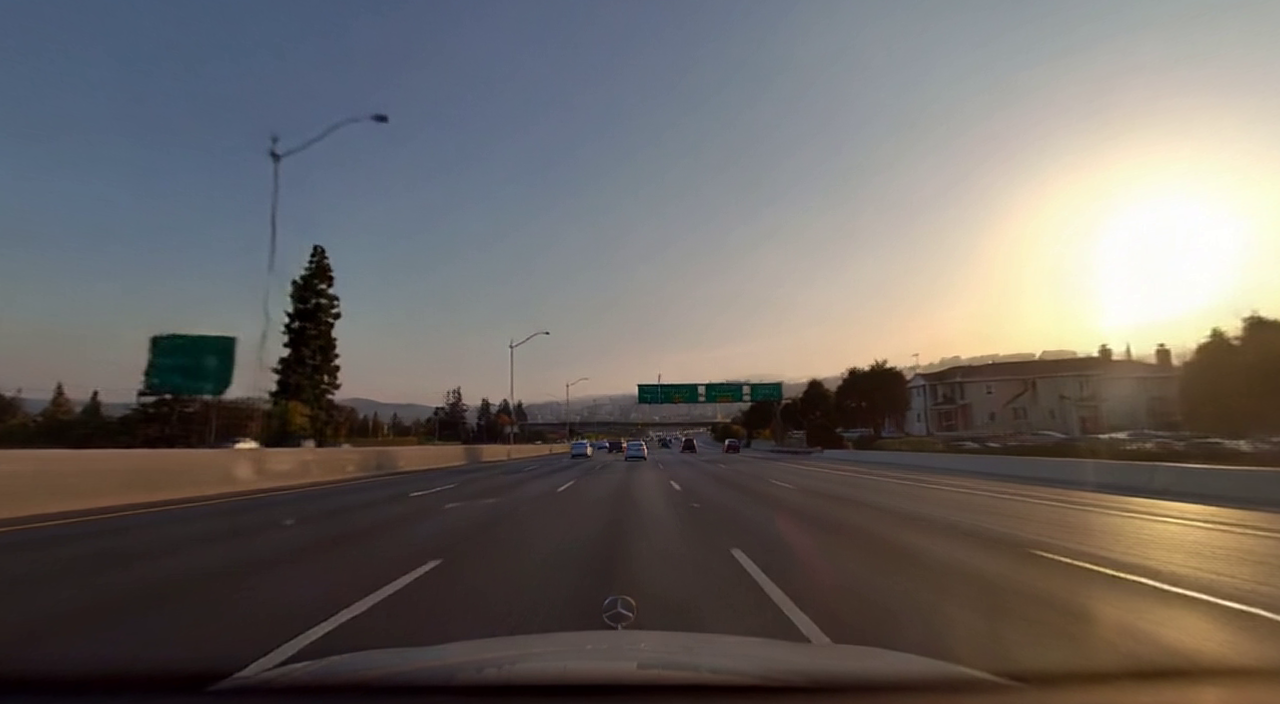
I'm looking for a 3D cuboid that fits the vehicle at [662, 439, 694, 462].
[{"bbox_3d":[2.801,7.359,47.304,2.084,1.624,3.935,0,-9,-1],"label":"vehicle"}]

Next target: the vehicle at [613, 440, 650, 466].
[{"bbox_3d":[-0.528,6.195,38.776,2.146,1.485,4.332,0,-9,0],"label":"vehicle"}]
